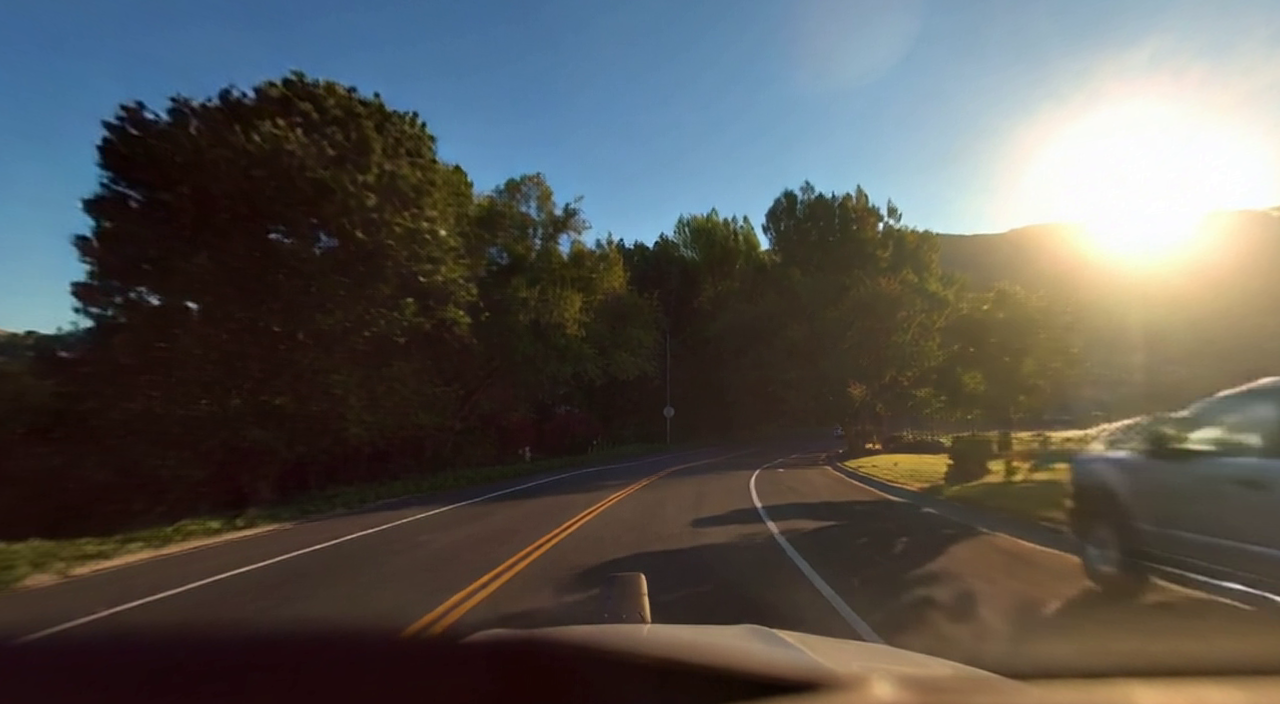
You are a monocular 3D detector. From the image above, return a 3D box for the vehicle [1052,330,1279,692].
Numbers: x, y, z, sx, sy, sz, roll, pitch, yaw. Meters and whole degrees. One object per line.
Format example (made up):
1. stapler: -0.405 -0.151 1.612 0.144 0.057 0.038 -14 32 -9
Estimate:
1. vehicle: 4.207 0.764 2.777 1.992 1.817 4.467 0 -7 4
